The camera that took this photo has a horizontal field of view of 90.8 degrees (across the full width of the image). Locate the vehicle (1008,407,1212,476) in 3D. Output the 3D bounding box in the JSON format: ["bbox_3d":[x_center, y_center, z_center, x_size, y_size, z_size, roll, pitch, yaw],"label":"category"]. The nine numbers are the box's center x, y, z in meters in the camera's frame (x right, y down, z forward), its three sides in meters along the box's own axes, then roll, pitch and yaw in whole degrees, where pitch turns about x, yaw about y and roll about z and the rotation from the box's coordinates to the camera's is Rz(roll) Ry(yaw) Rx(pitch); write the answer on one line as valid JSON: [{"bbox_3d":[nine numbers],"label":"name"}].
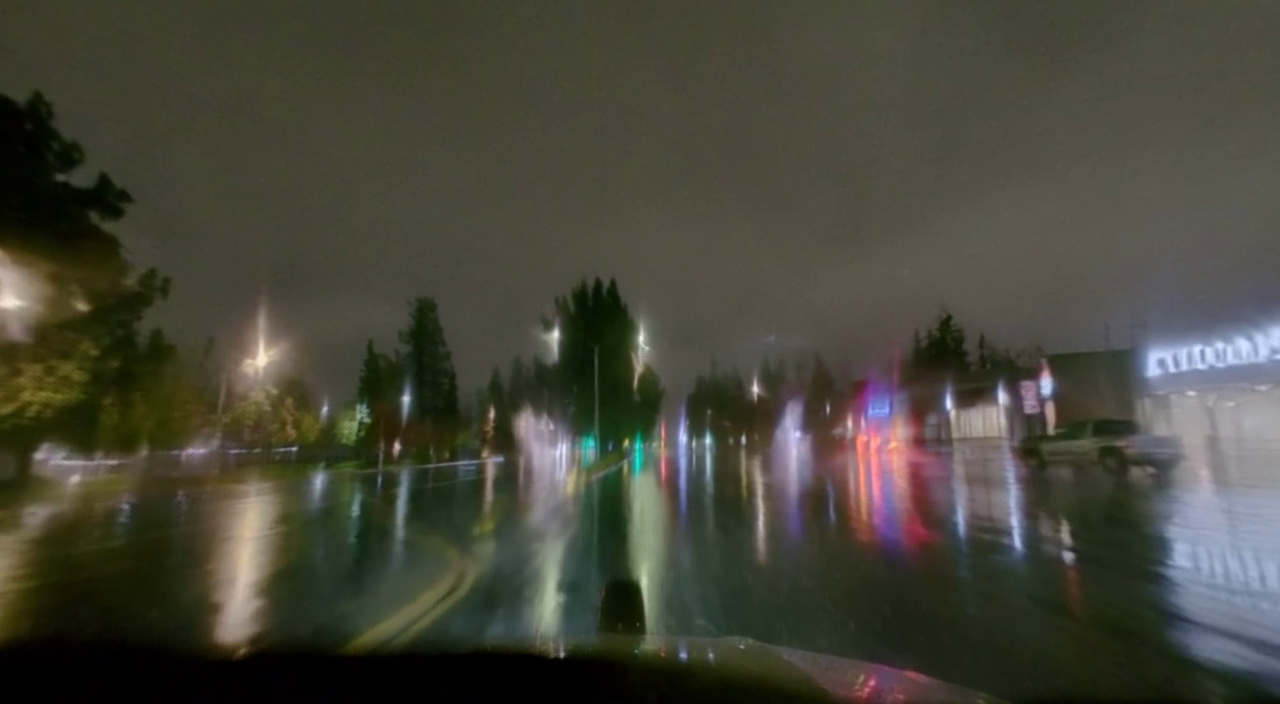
[{"bbox_3d":[14.874,2.943,20.595,2.195,1.926,5.466,1,-9,-3],"label":"vehicle"}]
